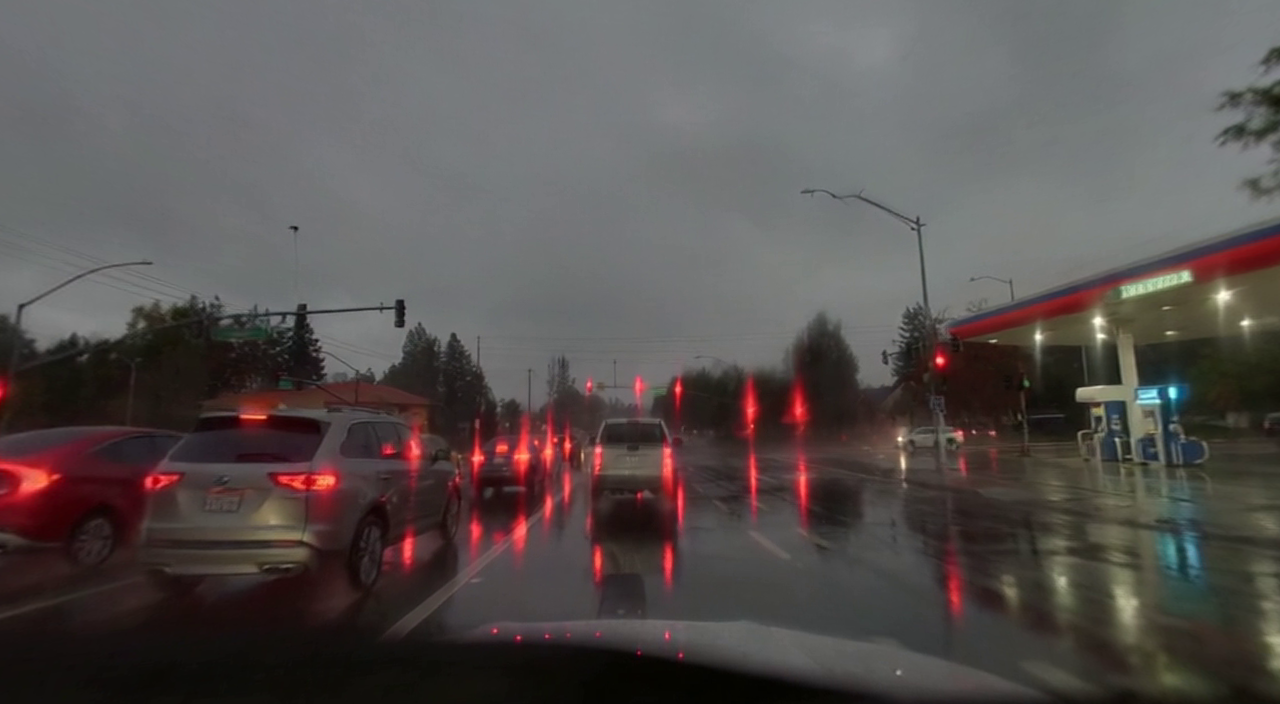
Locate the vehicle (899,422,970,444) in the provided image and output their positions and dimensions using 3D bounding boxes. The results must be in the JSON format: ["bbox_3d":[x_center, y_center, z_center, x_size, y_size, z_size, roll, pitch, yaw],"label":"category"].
[{"bbox_3d":[23.203,6.410,49.903,4.548,1.730,2.013,0,-8,-1],"label":"vehicle"}]

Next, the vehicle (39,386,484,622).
[{"bbox_3d":[-3.304,1.429,6.823,2.096,1.718,4.266,0,-9,1],"label":"vehicle"}]

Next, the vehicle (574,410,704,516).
[{"bbox_3d":[-0.042,2.282,13.428,2.224,1.819,5.005,0,-9,0],"label":"vehicle"}]

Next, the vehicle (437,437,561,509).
[{"bbox_3d":[-3.068,2.724,14.694,1.881,1.424,4.098,0,-9,1],"label":"vehicle"}]
